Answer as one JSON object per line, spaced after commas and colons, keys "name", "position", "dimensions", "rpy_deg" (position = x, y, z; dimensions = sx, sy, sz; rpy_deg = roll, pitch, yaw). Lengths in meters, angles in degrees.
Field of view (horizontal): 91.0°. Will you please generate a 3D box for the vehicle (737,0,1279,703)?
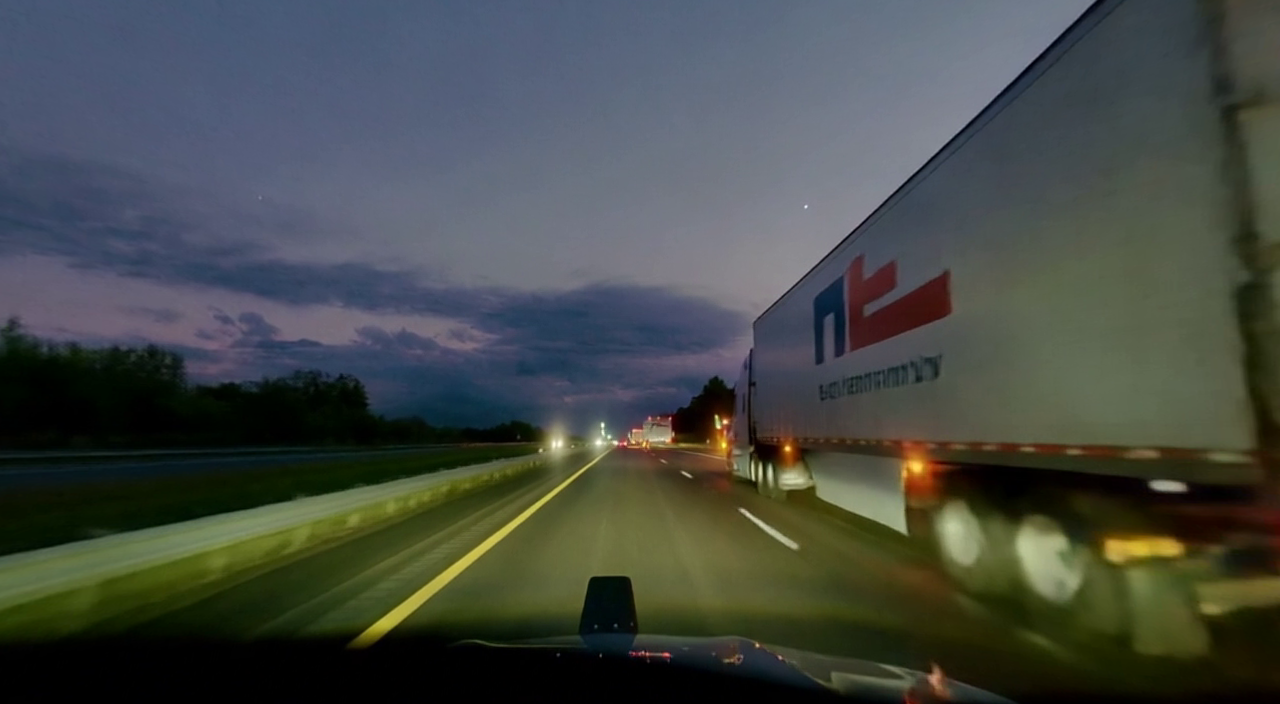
{"name": "vehicle", "position": [4.220, 0.588, 9.811], "dimensions": [2.871, 4.072, 14.183], "rpy_deg": [0, -8, -1]}
